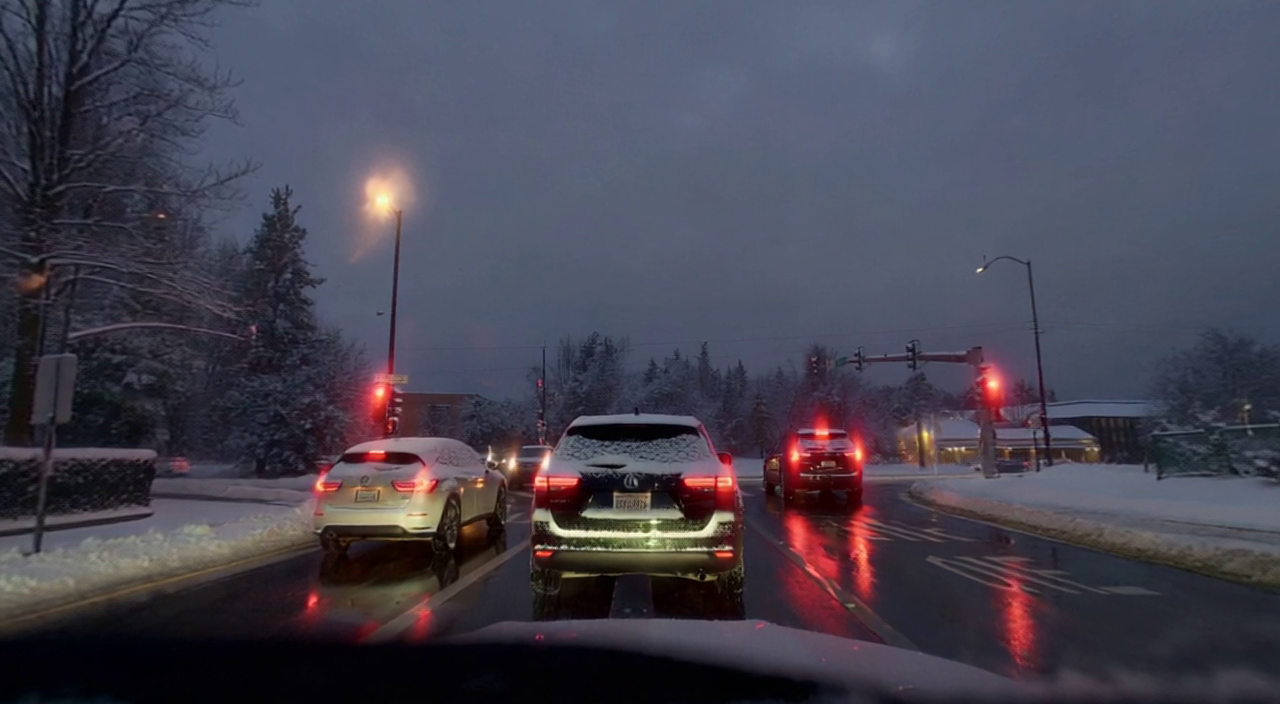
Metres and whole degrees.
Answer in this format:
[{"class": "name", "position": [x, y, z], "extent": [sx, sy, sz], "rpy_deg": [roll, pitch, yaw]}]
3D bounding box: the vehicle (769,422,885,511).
[{"class": "vehicle", "position": [4.817, 2.998, 16.919], "extent": [2.084, 2.053, 4.073], "rpy_deg": [-1, -8, 4]}]

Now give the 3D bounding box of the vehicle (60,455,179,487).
[{"class": "vehicle", "position": [-25.976, 5.946, 31.594], "extent": [4.140, 1.444, 1.742], "rpy_deg": [2, -9, -15]}]

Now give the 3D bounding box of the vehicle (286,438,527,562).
[{"class": "vehicle", "position": [-3.185, 2.091, 9.756], "extent": [1.913, 1.453, 4.413], "rpy_deg": [0, -8, 2]}]

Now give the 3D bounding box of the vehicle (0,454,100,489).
[{"class": "vehicle", "position": [-27.043, 5.274, 27.955], "extent": [4.198, 1.444, 1.765], "rpy_deg": [2, -9, -15]}]

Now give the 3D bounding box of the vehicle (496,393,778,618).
[{"class": "vehicle", "position": [-0.024, 1.521, 7.167], "extent": [2.203, 1.757, 4.286], "rpy_deg": [0, -8, 0]}]
